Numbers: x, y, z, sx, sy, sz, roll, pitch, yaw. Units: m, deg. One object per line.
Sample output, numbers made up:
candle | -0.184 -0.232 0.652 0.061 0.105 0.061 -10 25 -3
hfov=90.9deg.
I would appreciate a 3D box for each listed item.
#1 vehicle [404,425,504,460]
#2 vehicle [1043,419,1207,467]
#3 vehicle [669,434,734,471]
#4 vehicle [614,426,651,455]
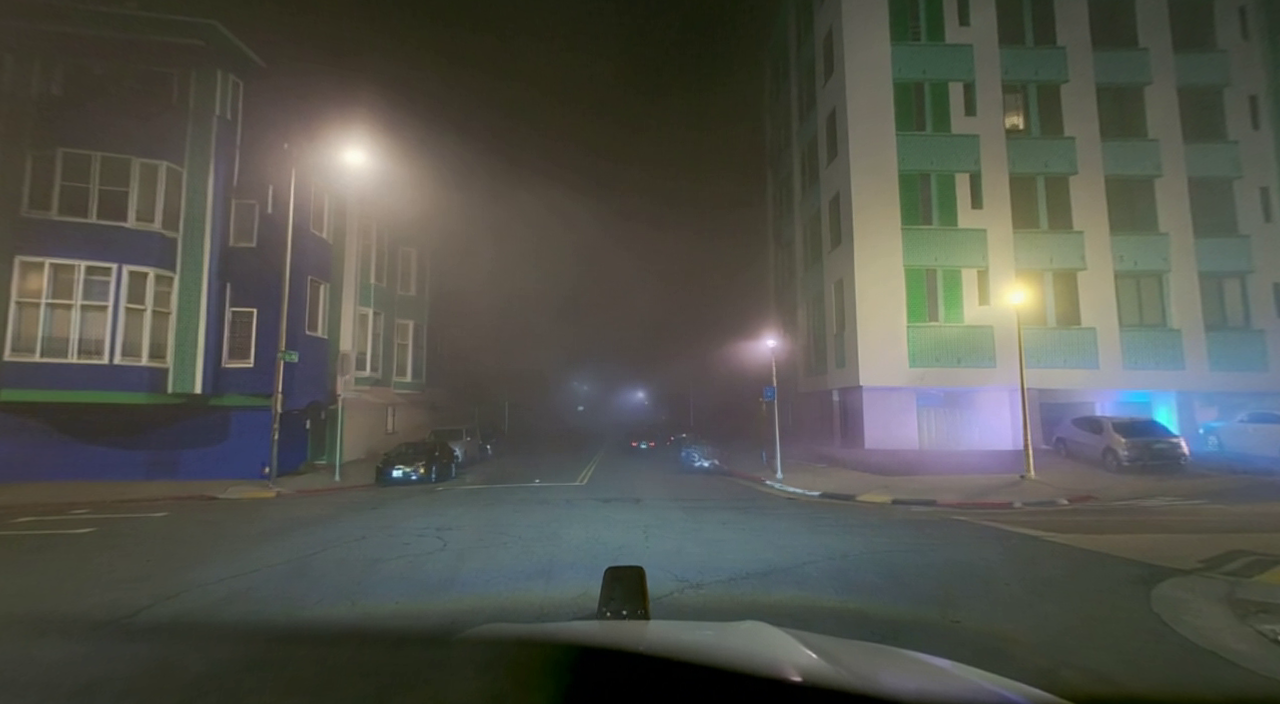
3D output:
vehicle | -11.443 5.589 38.872 5.540 1.950 2.113 4 -12 -28
vehicle | 15.370 2.915 20.144 3.752 1.453 1.709 0 -9 2
vehicle | 2.507 4.297 27.051 2.290 1.456 4.503 0 -8 -1
vehicle | -0.476 6.110 43.286 2.412 1.834 4.636 0 -8 0
